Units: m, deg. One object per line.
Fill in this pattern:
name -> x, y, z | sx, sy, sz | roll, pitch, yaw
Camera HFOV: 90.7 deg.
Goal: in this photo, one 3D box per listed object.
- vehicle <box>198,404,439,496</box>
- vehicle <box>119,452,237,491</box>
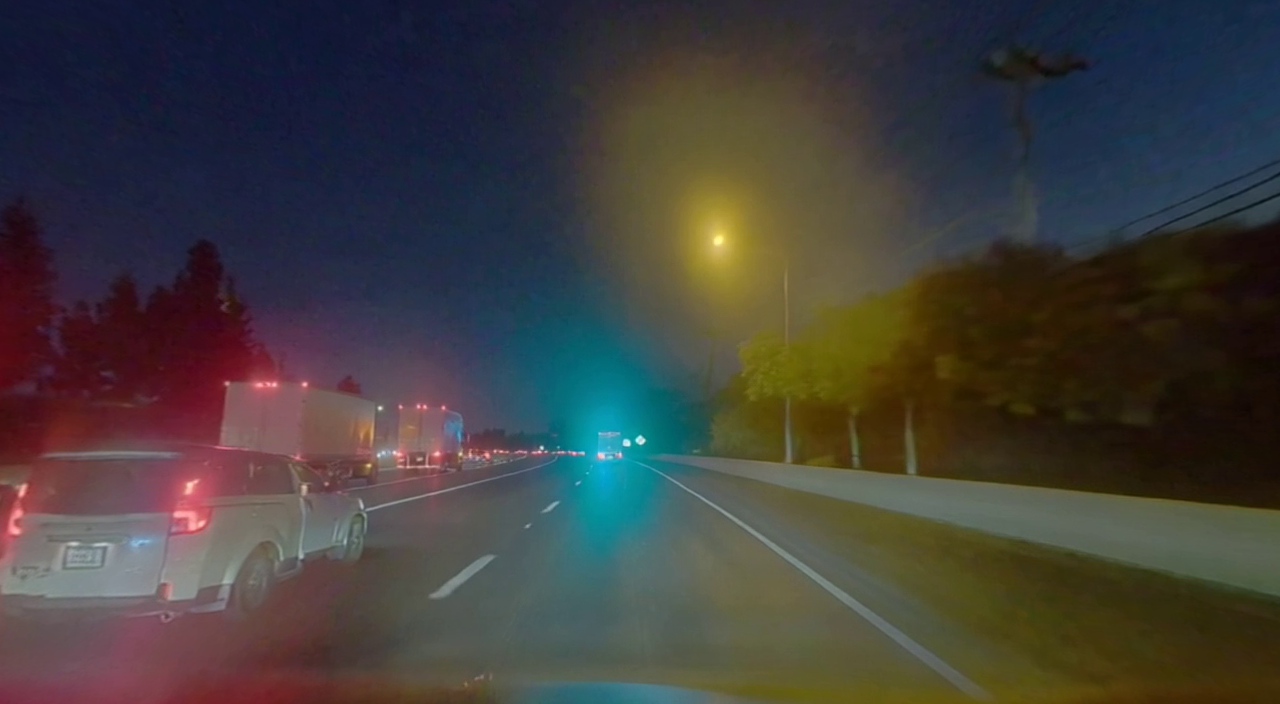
vehicle -> -11.775, 3.948, 25.954 | 3.270, 2.674, 14.547 | 0, -8, -4
vehicle -> -19.789, 5.101, 27.417 | 1.842, 1.452, 4.612 | 0, -8, -3
